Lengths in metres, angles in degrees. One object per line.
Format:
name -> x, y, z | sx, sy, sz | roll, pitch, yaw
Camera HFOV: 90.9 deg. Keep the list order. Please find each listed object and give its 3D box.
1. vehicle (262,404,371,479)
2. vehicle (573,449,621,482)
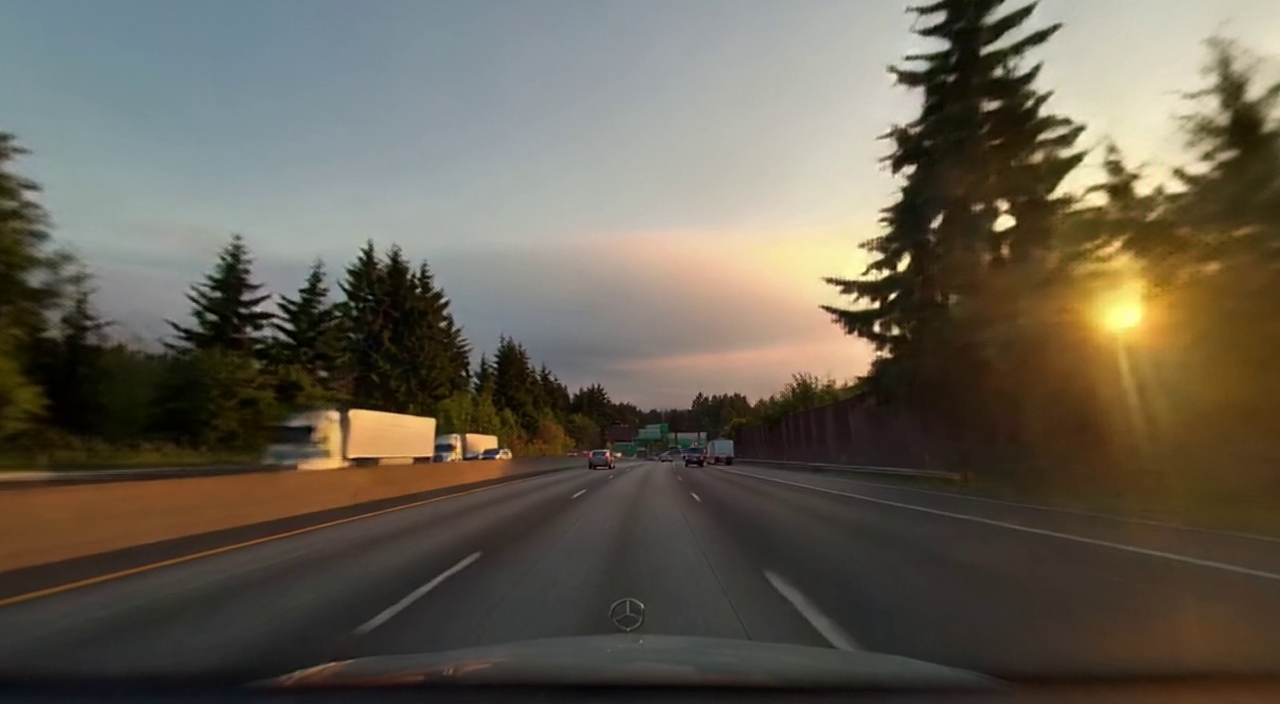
vehicle -> -18.357, 5.181, 36.249 | 2.990, 3.877, 5.797 | 0, -9, 1
vehicle -> -2.096, 5.704, 31.842 | 2.035, 1.513, 4.272 | 0, -9, 1
